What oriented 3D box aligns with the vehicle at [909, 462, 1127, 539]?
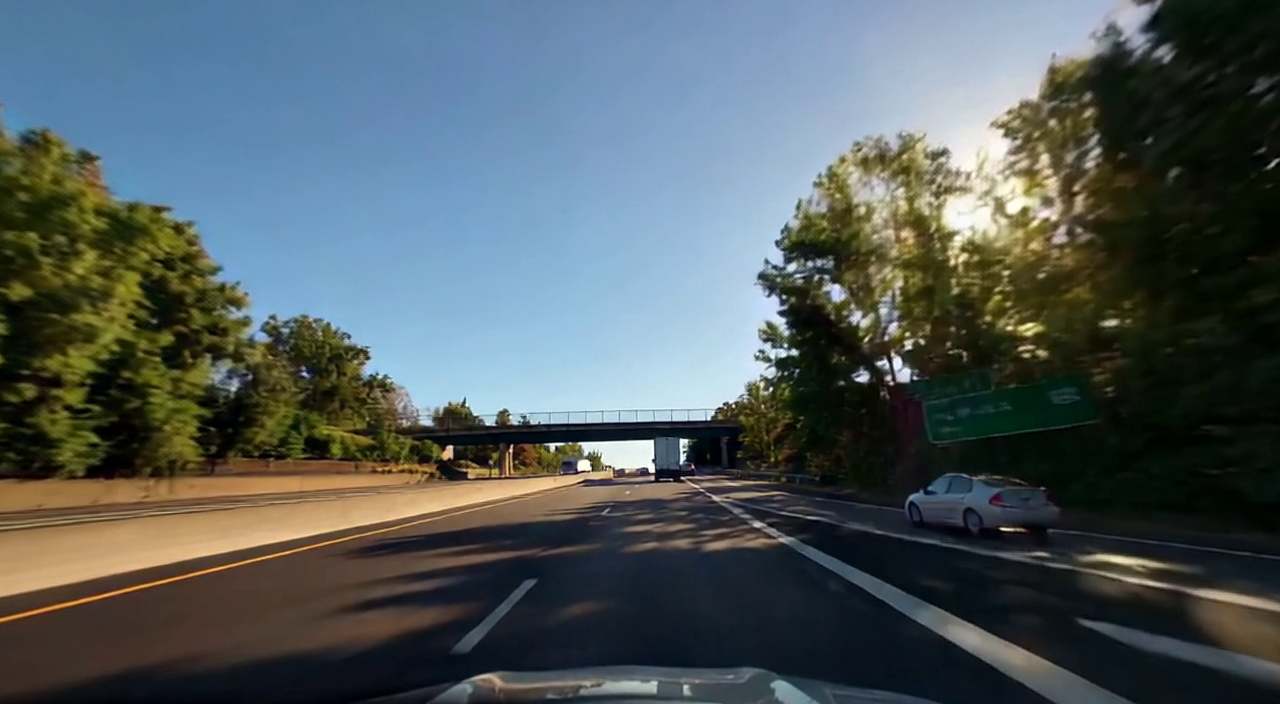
[{"bbox_3d":[8.365,3.301,14.490,1.949,1.468,4.145,3,-11,-10],"label":"vehicle"}]
